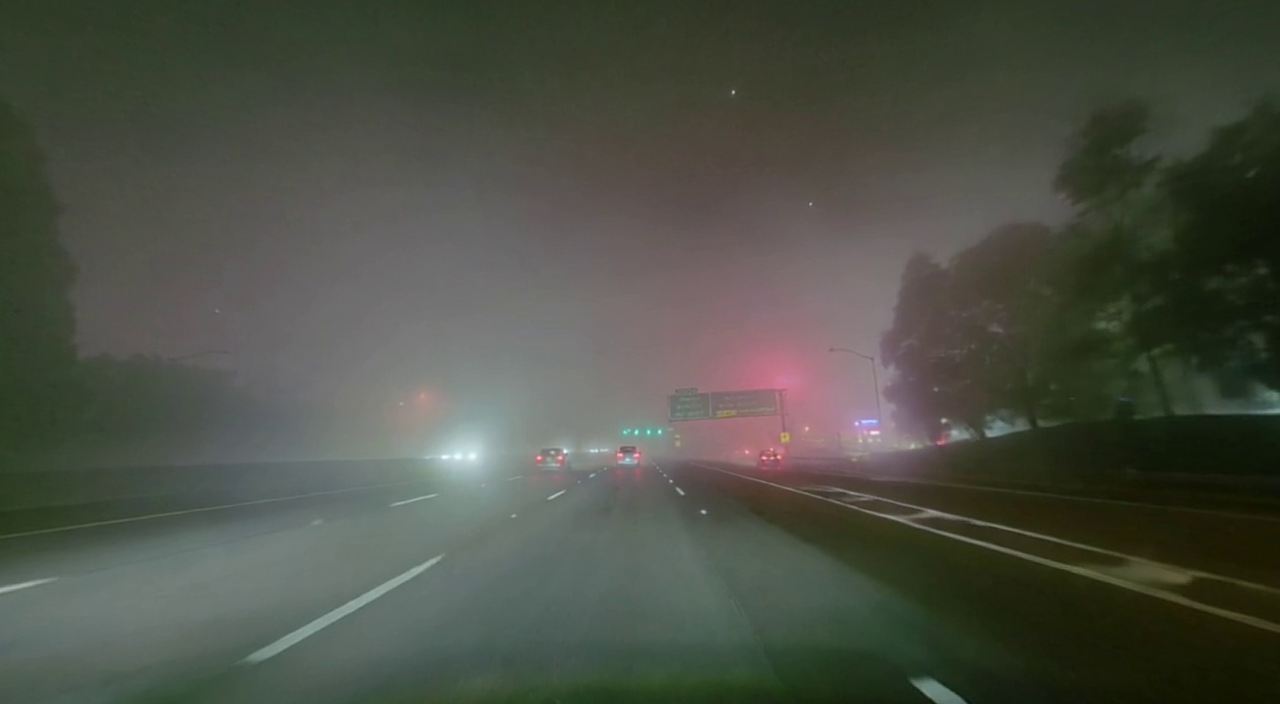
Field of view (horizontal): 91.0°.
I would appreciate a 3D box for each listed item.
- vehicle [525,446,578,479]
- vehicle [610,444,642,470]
[{"bbox_3d":[-4.480,5.647,32.495,2.071,1.553,4.388,0,-9,1],"label":"vehicle"},{"bbox_3d":[-0.898,7.300,43.985,2.102,1.692,4.057,0,-9,1],"label":"vehicle"}]
